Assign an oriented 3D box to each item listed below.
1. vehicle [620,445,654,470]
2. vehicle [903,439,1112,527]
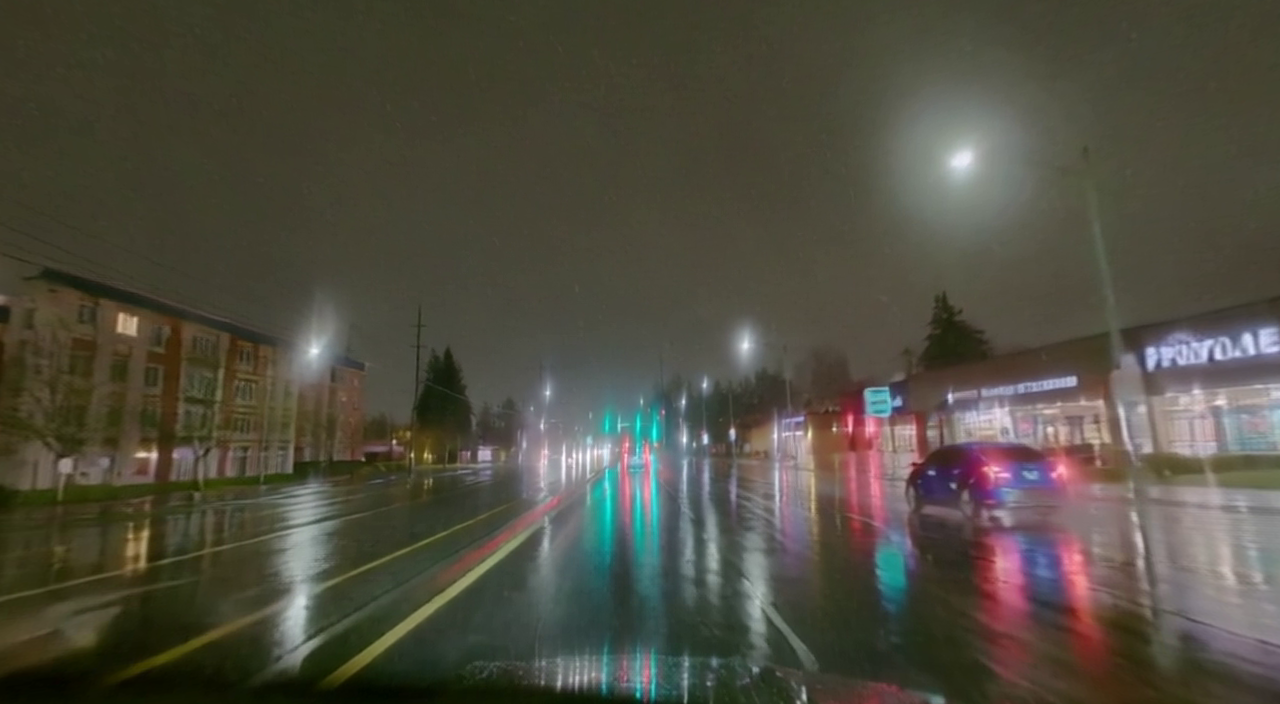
[{"bbox_3d":[-0.224,6.653,39.935,2.027,1.494,3.942,0,-8,-1],"label":"vehicle"},{"bbox_3d":[7.125,2.538,12.863,1.849,1.464,4.119,0,-8,1],"label":"vehicle"}]
